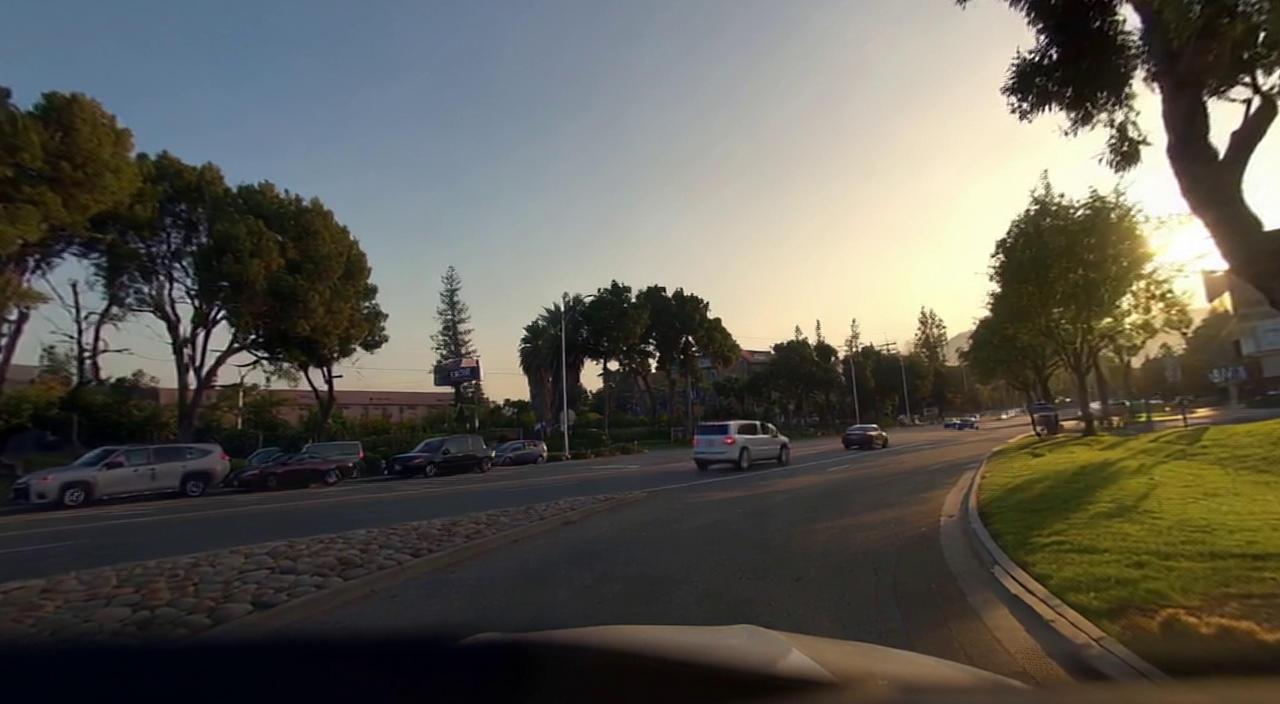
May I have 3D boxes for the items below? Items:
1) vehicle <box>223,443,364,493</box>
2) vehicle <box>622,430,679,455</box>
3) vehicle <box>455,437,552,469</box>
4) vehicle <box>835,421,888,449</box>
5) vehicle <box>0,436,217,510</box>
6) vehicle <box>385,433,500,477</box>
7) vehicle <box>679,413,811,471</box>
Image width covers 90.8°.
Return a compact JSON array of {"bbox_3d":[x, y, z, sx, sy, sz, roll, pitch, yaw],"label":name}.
[{"bbox_3d":[-13.364,4.436,24.629,1.904,1.719,4.326,-5,-9,35],"label":"vehicle"},{"bbox_3d":[0.814,6.458,45.103,1.926,1.691,4.646,-5,-9,33],"label":"vehicle"},{"bbox_3d":[-8.049,5.979,37.691,2.261,1.733,5.381,-6,-10,39],"label":"vehicle"},{"bbox_3d":[16.379,6.102,46.533,1.954,1.639,5.229,-8,-7,37],"label":"vehicle"},{"bbox_3d":[-16.577,3.684,19.865,2.294,2.000,4.788,-7,-10,31],"label":"vehicle"},{"bbox_3d":[-9.466,4.926,30.704,2.134,1.924,4.911,-6,-9,39],"label":"vehicle"},{"bbox_3d":[4.027,3.364,23.831,2.517,1.936,4.748,-11,-12,43],"label":"vehicle"}]
